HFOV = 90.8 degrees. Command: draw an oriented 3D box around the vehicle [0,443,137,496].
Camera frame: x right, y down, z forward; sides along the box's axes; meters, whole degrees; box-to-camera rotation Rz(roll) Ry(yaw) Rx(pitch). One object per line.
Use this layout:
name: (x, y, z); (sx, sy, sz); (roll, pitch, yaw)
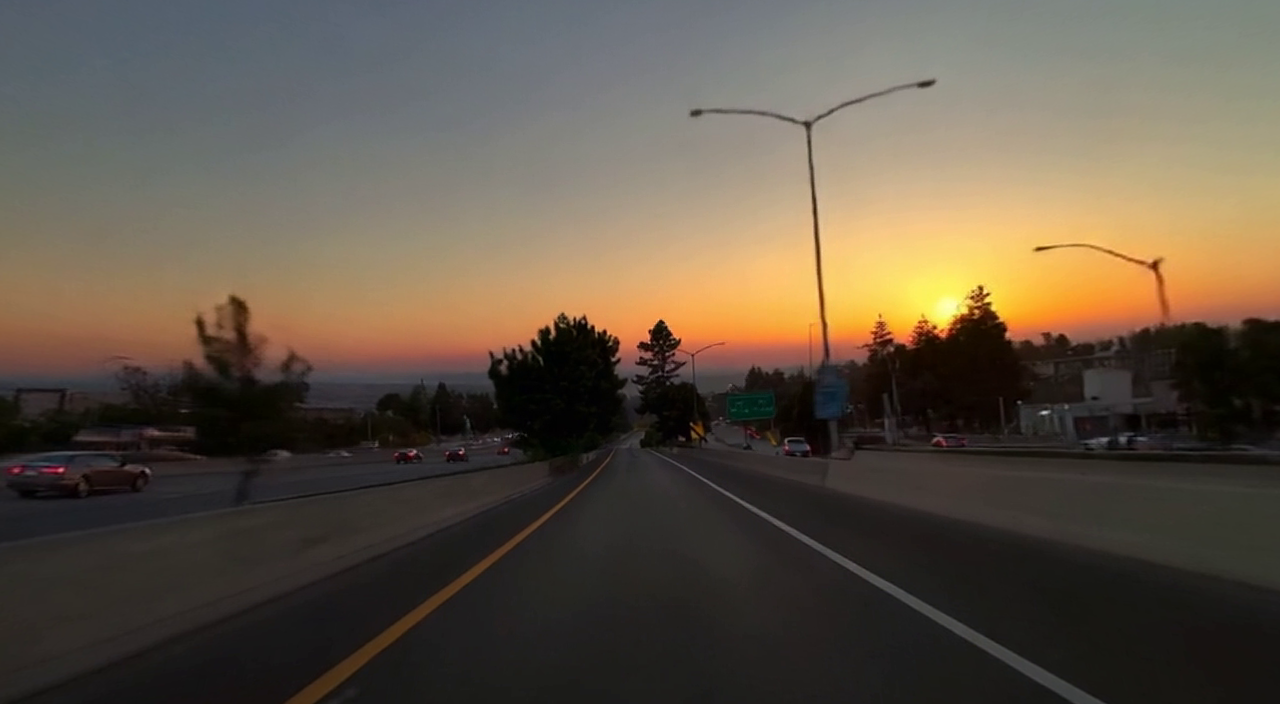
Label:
vehicle: (-19.314, 3.782, 20.707); (2.068, 1.518, 4.438); (0, -9, -2)
